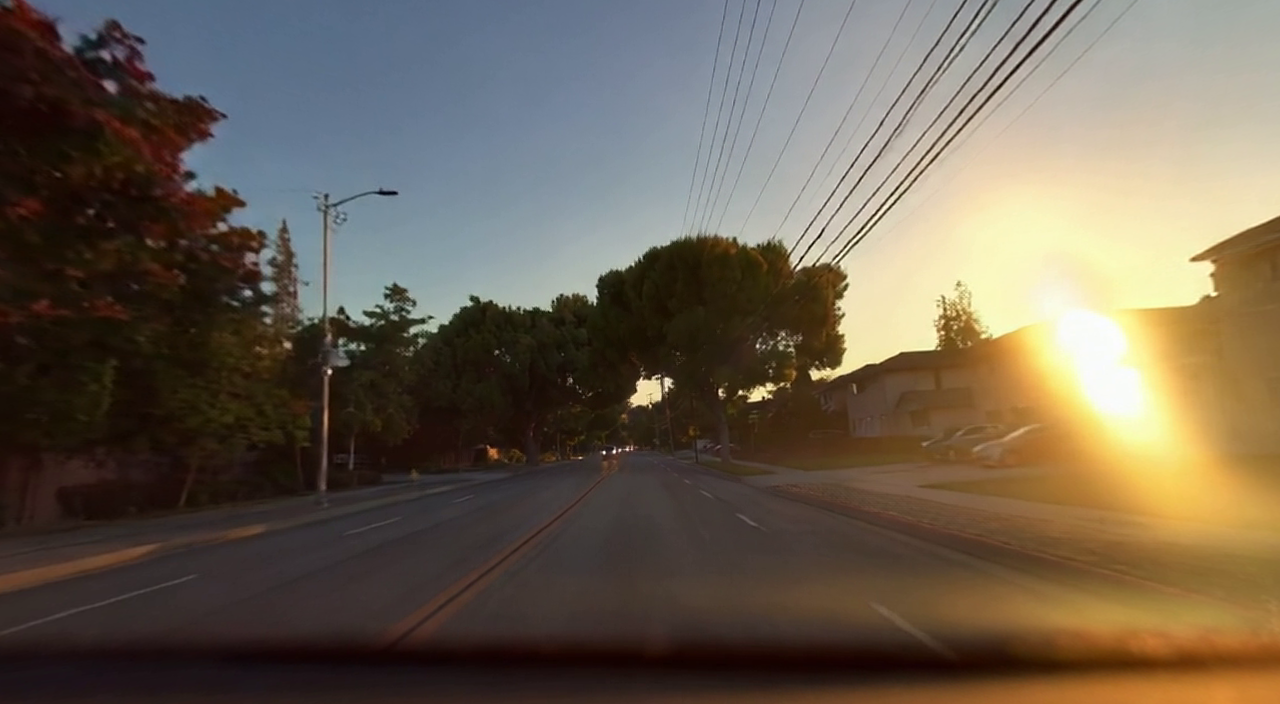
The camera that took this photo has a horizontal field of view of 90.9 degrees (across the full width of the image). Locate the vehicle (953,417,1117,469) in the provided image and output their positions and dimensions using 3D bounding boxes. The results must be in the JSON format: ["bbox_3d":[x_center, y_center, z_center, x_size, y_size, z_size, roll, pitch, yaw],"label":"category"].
[{"bbox_3d":[14.078,3.267,22.687,4.512,1.701,2.017,-1,-8,-2],"label":"vehicle"}]
